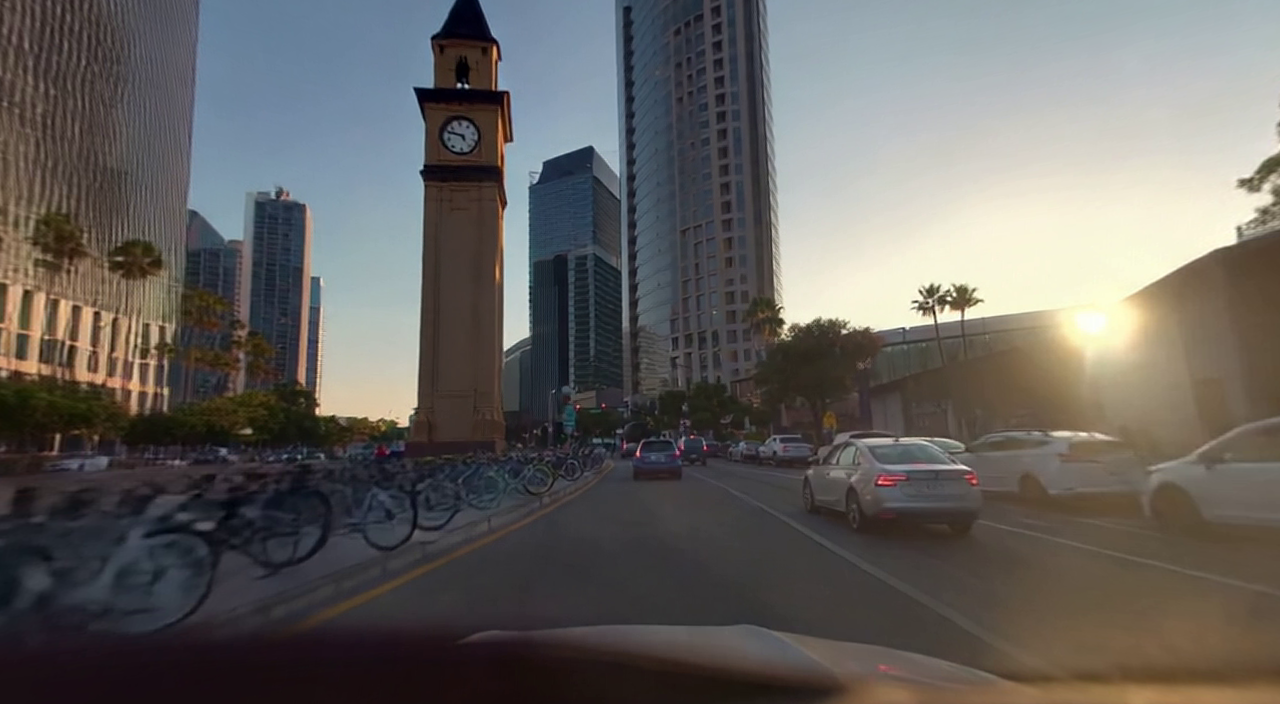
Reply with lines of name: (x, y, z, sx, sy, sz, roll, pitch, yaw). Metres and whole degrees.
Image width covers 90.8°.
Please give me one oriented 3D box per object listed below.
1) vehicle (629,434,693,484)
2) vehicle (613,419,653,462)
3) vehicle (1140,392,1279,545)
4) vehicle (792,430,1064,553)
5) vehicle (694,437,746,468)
vehicle: (0.692, 3.828, 22.875, 2.111, 1.605, 3.832, 0, -8, 0)
vehicle: (-0.620, 6.440, 45.617, 2.400, 2.872, 6.053, 0, -9, -5)
vehicle: (9.230, 1.458, 7.868, 2.041, 1.941, 4.884, -1, -8, 2)
vehicle: (4.162, 2.089, 10.266, 2.116, 1.500, 4.702, 0, -8, -1)
vehicle: (4.338, 5.561, 34.985, 1.981, 1.572, 4.718, 0, -9, -4)
